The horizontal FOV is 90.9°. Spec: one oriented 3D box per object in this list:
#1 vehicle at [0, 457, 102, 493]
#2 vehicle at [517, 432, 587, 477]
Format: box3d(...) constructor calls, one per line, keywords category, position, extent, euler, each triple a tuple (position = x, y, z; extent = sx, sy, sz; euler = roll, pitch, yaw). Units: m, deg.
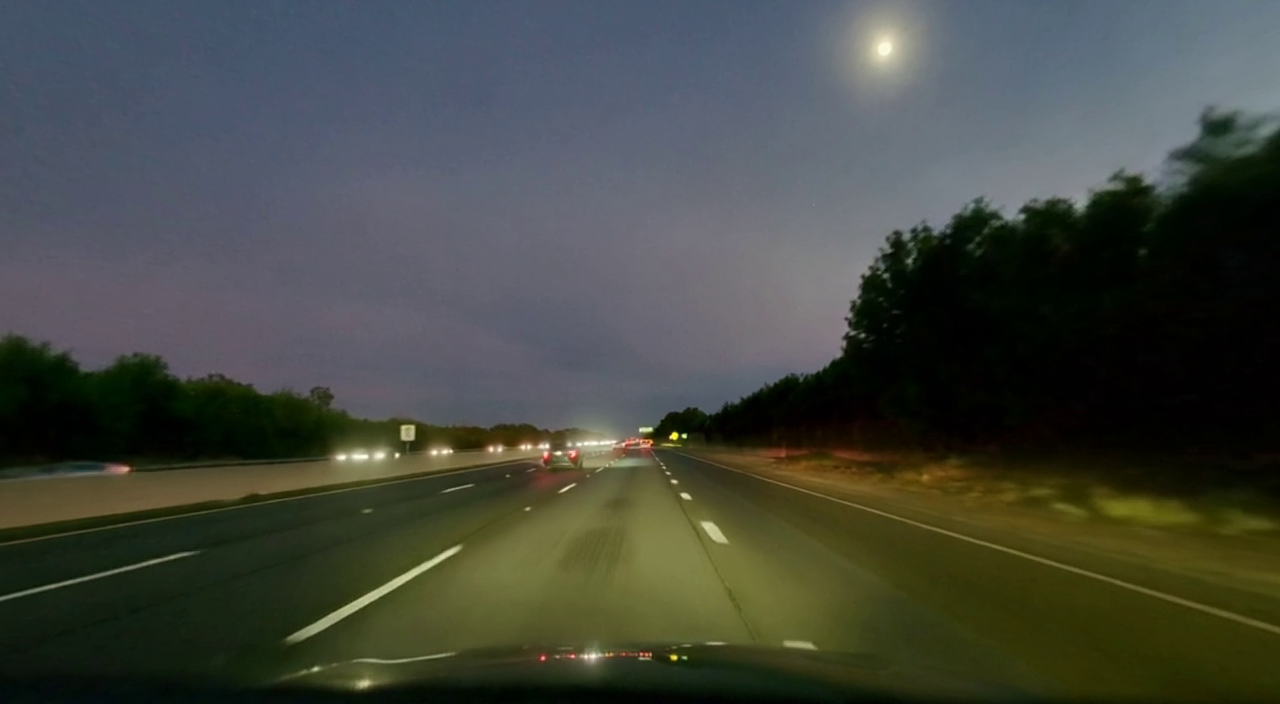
box3d(category="vehicle", position=(-29.258, 5.897, 30.576), extent=(1.865, 1.479, 5.028), euler=(0, -8, 1))
box3d(category="vehicle", position=(-3.715, 4.461, 27.633), extent=(2.283, 1.802, 4.810), euler=(0, -8, 1))
